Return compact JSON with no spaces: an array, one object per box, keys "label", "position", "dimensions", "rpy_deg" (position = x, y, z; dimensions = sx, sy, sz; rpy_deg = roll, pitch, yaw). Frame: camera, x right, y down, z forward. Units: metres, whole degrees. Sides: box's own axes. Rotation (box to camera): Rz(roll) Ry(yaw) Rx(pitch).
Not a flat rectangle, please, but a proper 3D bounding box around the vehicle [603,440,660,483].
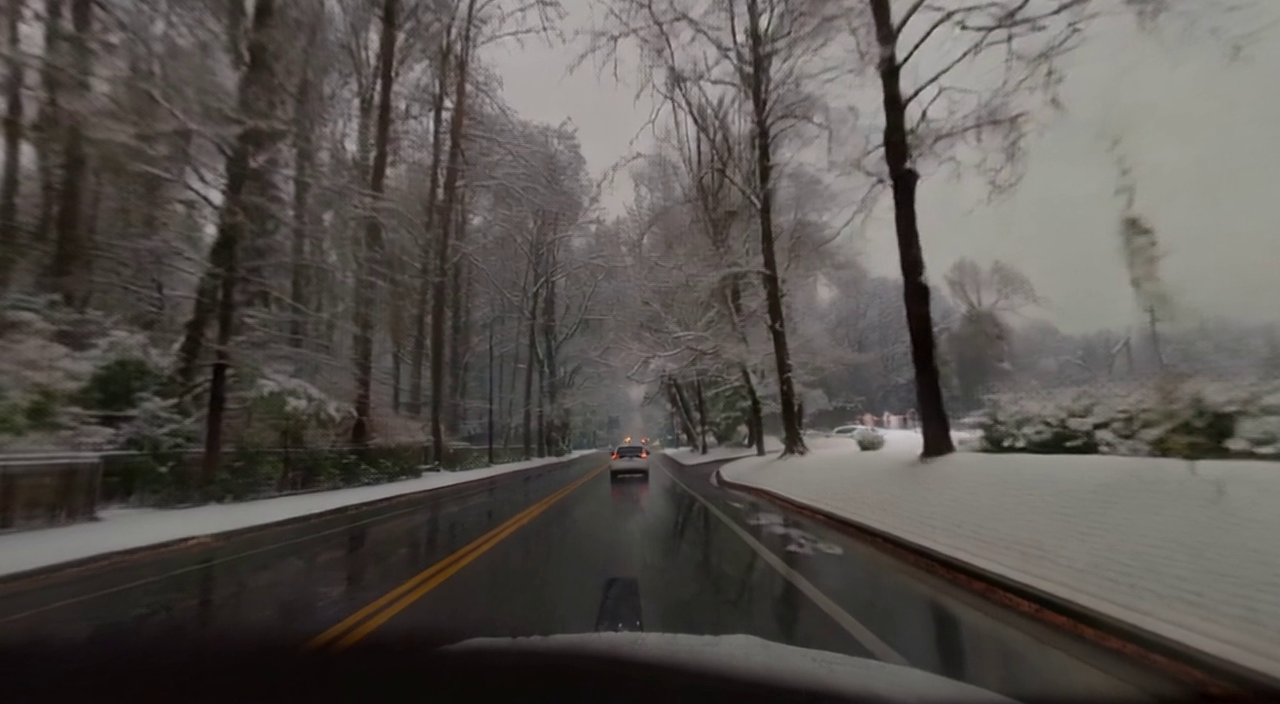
[{"label":"vehicle","position":[-0.349,4.406,25.848],"dimensions":[2.152,1.574,4.223],"rpy_deg":[0,-8,-1]}]
